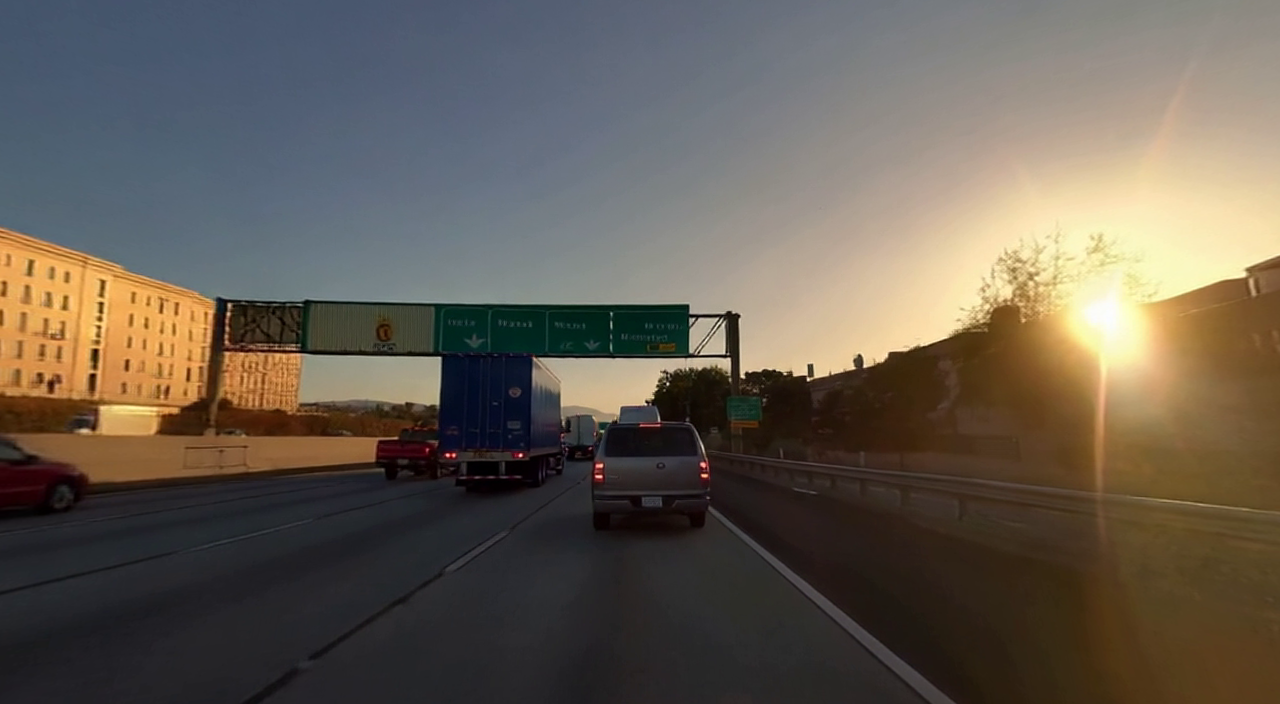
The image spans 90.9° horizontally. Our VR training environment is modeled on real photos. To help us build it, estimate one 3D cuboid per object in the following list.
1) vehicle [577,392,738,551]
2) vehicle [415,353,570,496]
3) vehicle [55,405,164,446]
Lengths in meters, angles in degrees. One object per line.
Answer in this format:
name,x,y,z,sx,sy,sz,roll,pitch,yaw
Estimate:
vehicle,0.127,1.756,9.750,1.947,1.910,4.040,0,-9,-2
vehicle,-4.082,2.414,19.855,2.814,3.513,8.529,0,-9,0
vehicle,-33.663,4.767,40.297,1.996,2.383,5.767,0,-9,-2
